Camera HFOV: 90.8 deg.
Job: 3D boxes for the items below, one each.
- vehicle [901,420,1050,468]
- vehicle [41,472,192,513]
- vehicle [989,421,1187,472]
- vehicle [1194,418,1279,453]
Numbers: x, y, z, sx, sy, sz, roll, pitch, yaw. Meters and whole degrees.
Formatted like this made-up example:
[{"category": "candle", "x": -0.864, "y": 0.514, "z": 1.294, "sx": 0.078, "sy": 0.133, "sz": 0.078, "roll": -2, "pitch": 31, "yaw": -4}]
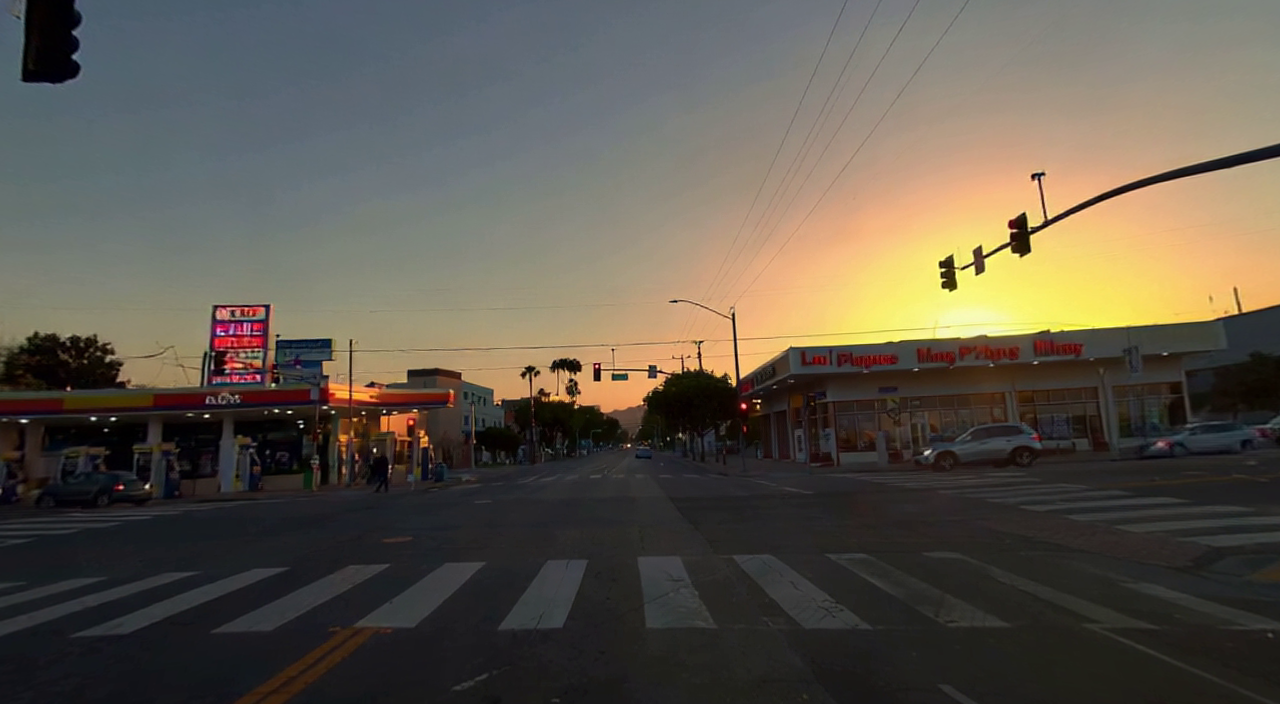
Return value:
[{"category": "vehicle", "x": 13.020, "y": 3.652, "z": 24.948, "sx": 4.916, "sy": 1.730, "sz": 1.986, "roll": -4, "pitch": -9, "yaw": 21}, {"category": "vehicle", "x": -21.172, "y": 5.677, "z": 25.656, "sx": 4.676, "sy": 1.463, "sz": 1.909, "roll": -1, "pitch": -8, "yaw": 6}, {"category": "vehicle", "x": 14.356, "y": 3.097, "z": 20.625, "sx": 4.835, "sy": 1.487, "sz": 1.913, "roll": -4, "pitch": -9, "yaw": 20}, {"category": "vehicle", "x": 28.064, "y": 3.700, "z": 28.030, "sx": 4.728, "sy": 1.468, "sz": 2.083, "roll": -4, "pitch": -9, "yaw": 24}]
